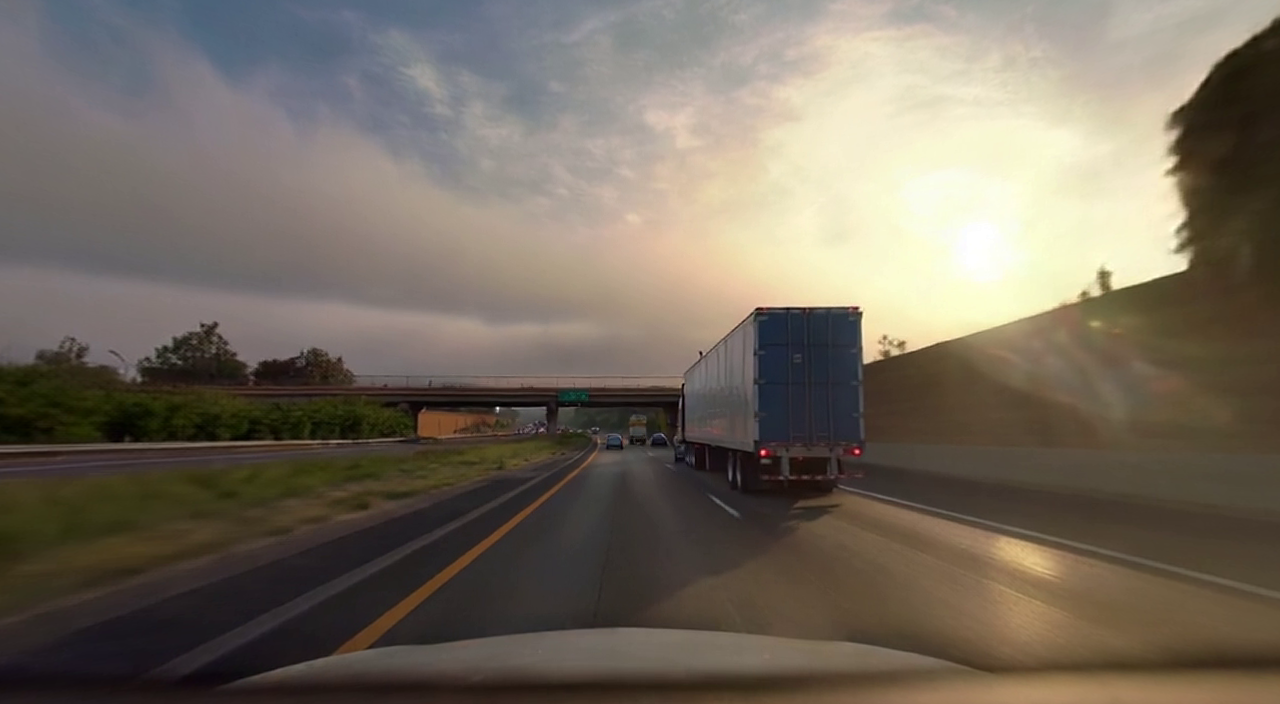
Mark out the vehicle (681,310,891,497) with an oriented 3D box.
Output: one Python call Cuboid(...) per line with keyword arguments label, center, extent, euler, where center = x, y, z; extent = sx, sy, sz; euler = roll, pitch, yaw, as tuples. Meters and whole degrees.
Cuboid(label="vehicle", center=(3.599, 1.987, 20.767), extent=(2.965, 4.033, 14.299), euler=(0, -7, -2))
